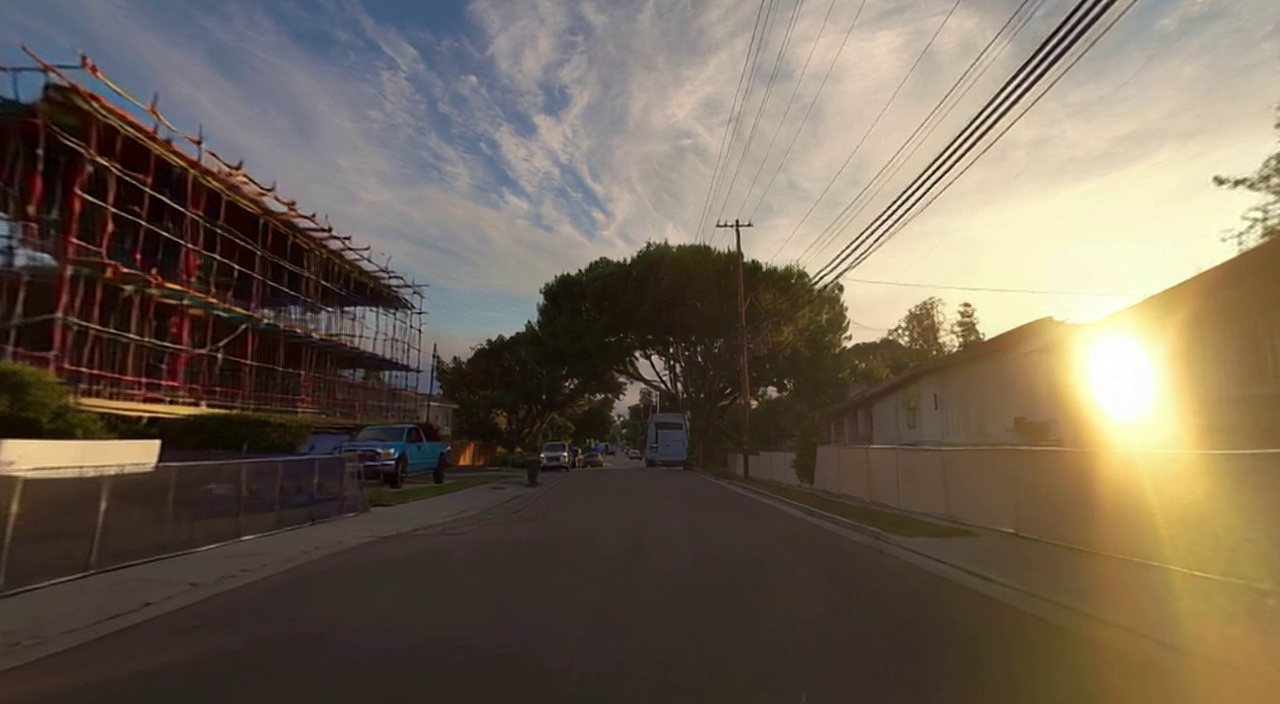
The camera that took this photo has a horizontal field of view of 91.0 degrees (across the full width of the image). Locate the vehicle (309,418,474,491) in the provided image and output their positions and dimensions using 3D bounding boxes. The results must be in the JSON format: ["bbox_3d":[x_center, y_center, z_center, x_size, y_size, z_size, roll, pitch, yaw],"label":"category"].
[{"bbox_3d":[-7.309,3.111,19.411,2.238,1.895,5.648,-1,-9,7],"label":"vehicle"}]

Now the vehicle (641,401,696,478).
[{"bbox_3d":[1.699,5.820,40.088,2.915,3.793,9.963,3,-13,2],"label":"vehicle"}]

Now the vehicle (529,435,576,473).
[{"bbox_3d":[-5.415,6.332,39.426,2.171,1.910,4.789,-1,-4,1],"label":"vehicle"}]
